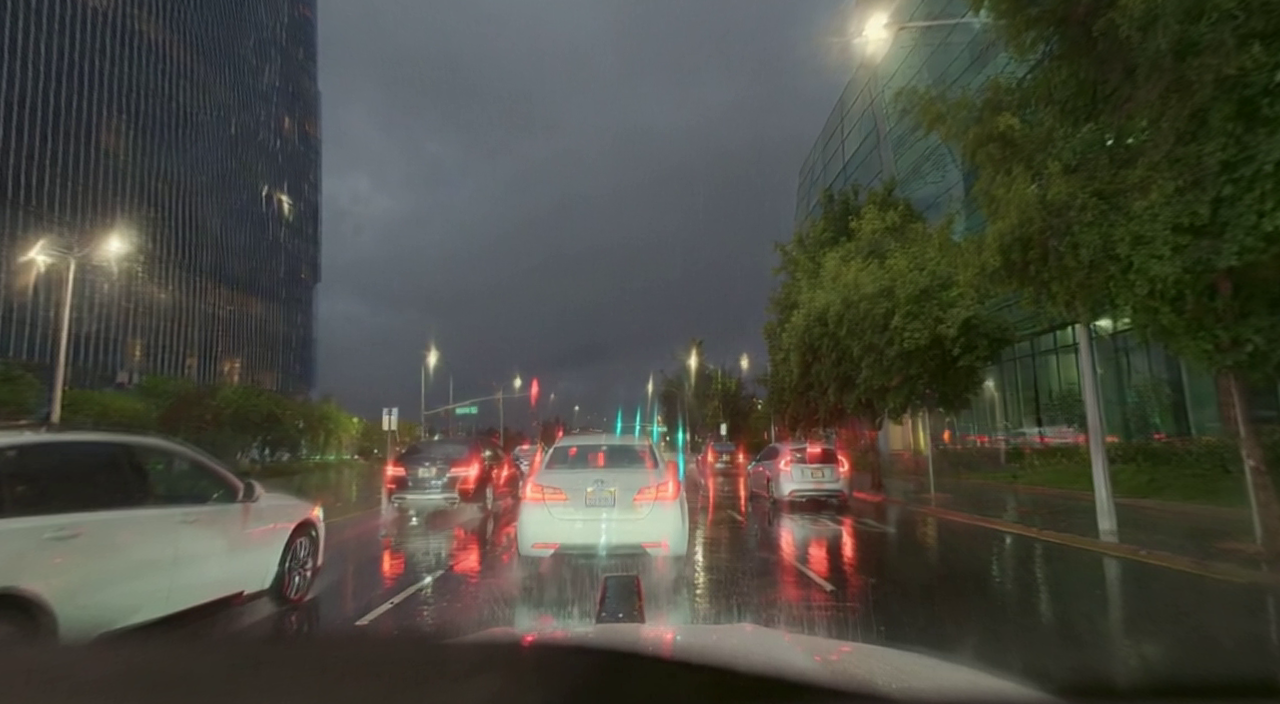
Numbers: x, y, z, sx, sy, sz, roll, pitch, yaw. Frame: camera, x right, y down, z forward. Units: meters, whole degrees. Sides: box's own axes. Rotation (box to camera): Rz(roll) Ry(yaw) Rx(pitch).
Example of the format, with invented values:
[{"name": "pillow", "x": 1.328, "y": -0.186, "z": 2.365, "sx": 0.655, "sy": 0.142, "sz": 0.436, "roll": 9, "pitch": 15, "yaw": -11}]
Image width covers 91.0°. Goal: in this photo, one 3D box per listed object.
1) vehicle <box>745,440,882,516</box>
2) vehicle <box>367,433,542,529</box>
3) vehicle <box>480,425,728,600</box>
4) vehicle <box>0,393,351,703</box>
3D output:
[{"name": "vehicle", "x": 3.853, "y": 2.855, "z": 14.836, "sx": 1.940, "sy": 1.514, "sz": 4.187, "roll": 0, "pitch": -9, "yaw": -1}, {"name": "vehicle", "x": -3.340, "y": 2.416, "z": 12.422, "sx": 2.044, "sy": 1.508, "sz": 4.479, "roll": 0, "pitch": -9, "yaw": 1}, {"name": "vehicle", "x": -0.258, "y": 1.741, "z": 7.782, "sx": 2.174, "sy": 1.509, "sz": 4.374, "roll": 0, "pitch": -9, "yaw": 2}, {"name": "vehicle", "x": -3.553, "y": 1.076, "z": 3.500, "sx": 1.933, "sy": 1.520, "sz": 4.195, "roll": 0, "pitch": -9, "yaw": -1}]
